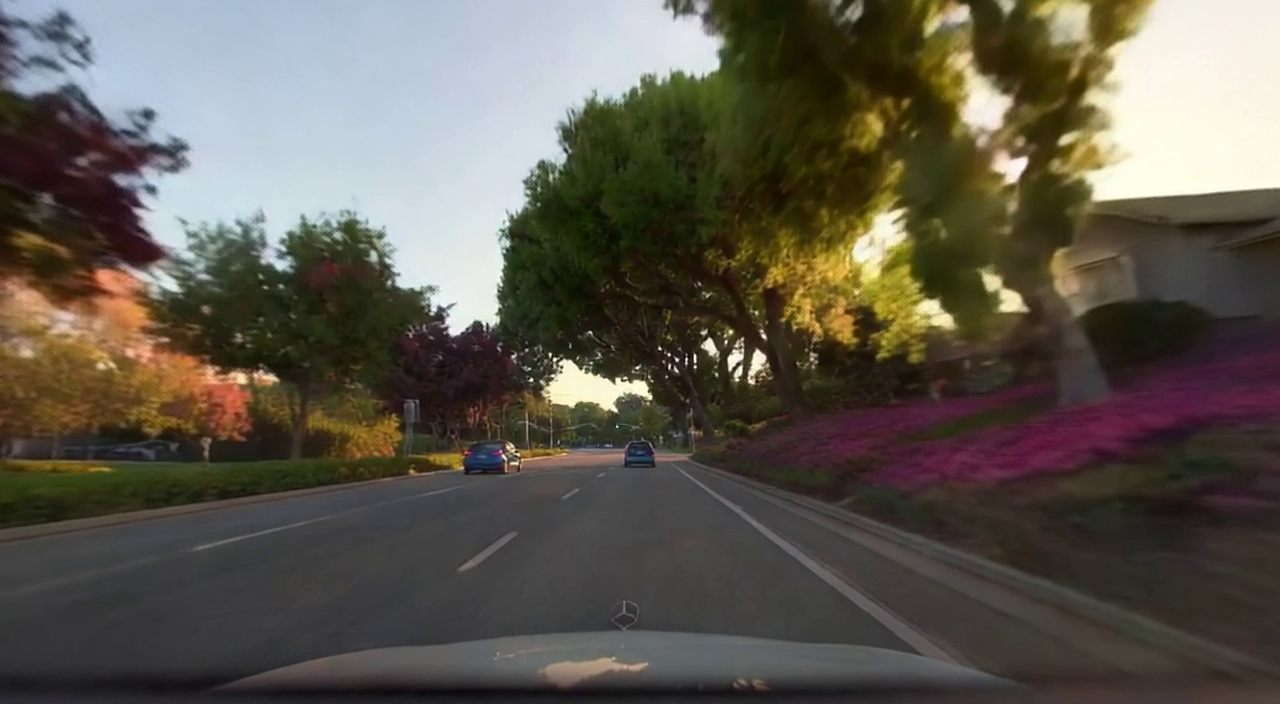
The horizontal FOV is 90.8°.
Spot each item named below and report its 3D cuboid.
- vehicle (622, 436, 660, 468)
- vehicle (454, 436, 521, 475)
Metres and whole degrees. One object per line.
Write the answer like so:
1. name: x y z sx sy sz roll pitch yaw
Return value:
1. vehicle: 0.053 5.803 36.817 2.070 1.764 4.552 0 -8 1
2. vehicle: -7.051 4.841 29.745 1.993 1.657 4.487 0 -8 1
